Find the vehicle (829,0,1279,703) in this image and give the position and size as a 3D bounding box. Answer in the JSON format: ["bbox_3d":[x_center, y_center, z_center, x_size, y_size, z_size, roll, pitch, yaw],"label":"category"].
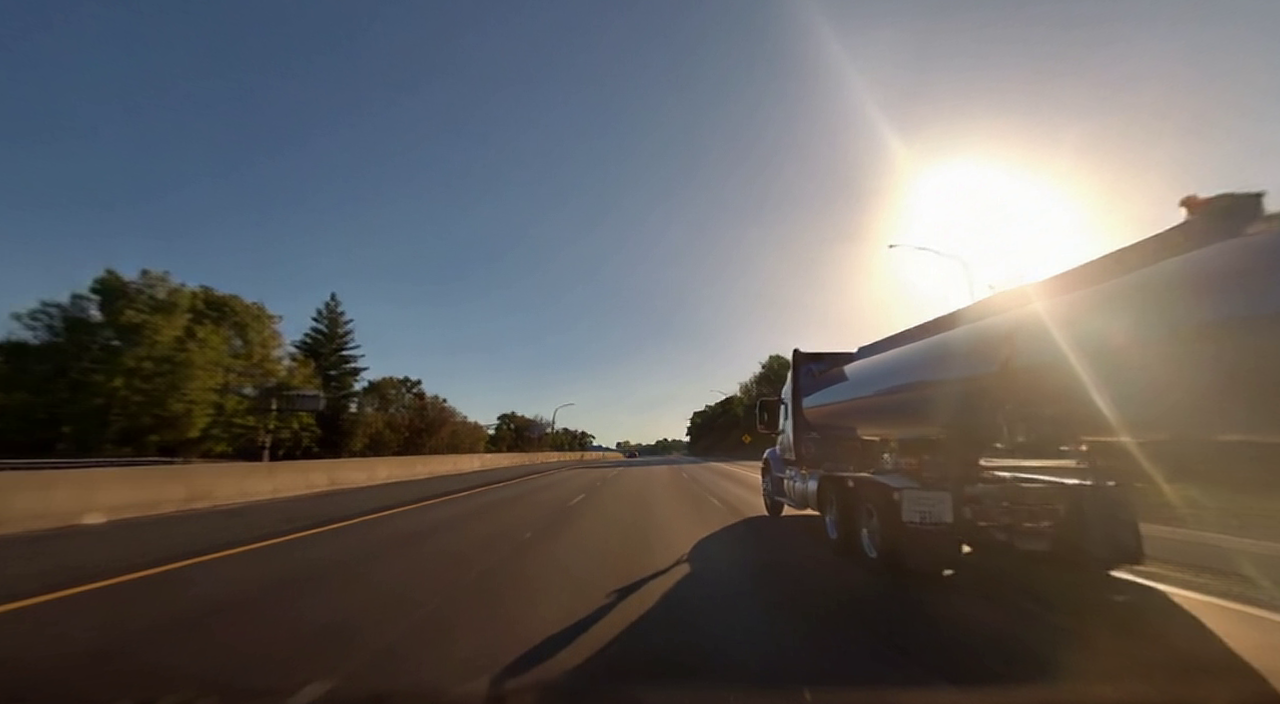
[{"bbox_3d":[4.134,-0.037,1.610,2.880,3.624,14.397,0,-9,0],"label":"vehicle"}]
